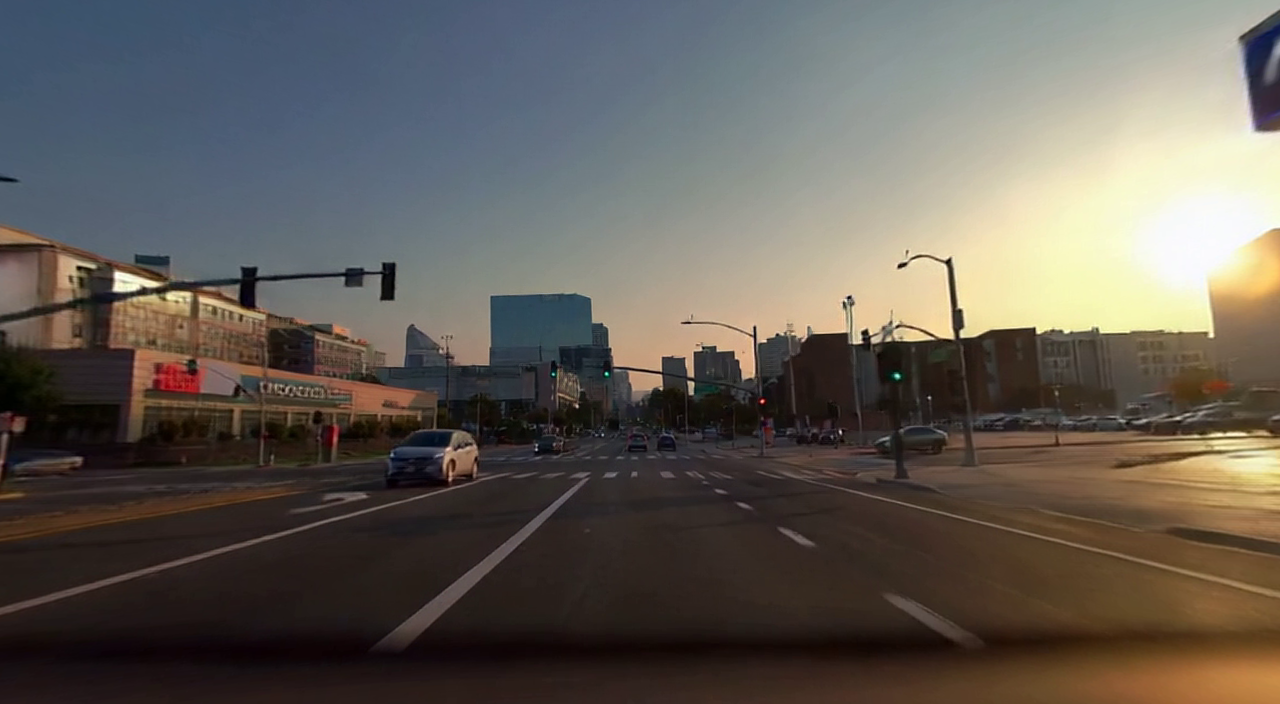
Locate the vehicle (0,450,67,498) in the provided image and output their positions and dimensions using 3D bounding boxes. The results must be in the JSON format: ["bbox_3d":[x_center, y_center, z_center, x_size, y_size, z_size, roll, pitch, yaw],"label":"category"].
[{"bbox_3d":[-21.703,4.133,21.769,1.927,1.457,4.444,5,-9,-30],"label":"vehicle"}]

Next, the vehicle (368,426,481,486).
[{"bbox_3d":[-6.743,3.314,20.387,2.074,1.692,4.333,0,-8,1],"label":"vehicle"}]

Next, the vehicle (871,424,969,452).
[{"bbox_3d":[16.340,5.062,37.053,4.727,1.585,2.066,0,-8,1],"label":"vehicle"}]
